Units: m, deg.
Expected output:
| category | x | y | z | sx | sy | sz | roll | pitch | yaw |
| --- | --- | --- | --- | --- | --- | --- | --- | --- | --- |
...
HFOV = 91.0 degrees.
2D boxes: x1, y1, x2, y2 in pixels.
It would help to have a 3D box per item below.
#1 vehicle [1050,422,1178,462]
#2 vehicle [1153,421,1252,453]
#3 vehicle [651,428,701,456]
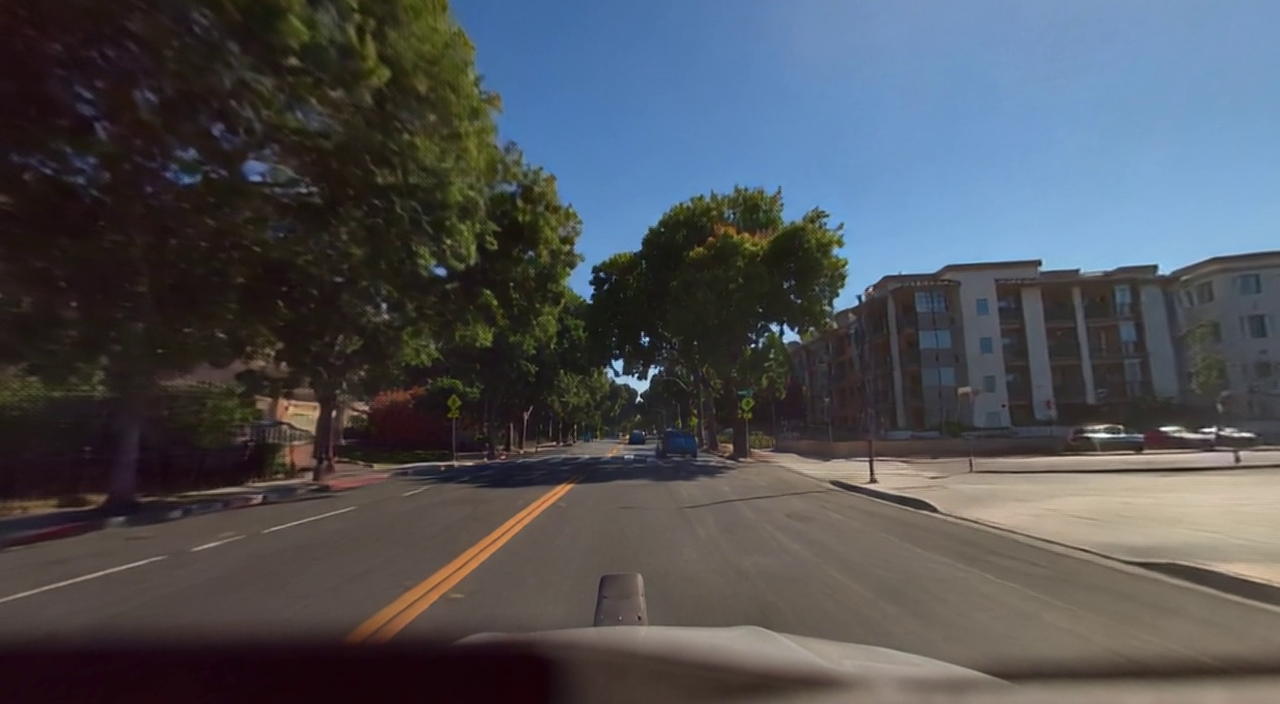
| category | x | y | z | sx | sy | sz | roll | pitch | yaw |
| --- | --- | --- | --- | --- | --- | --- | --- | --- | --- |
| vehicle | 23.957 | 4.571 | 31.979 | 4.676 | 1.775 | 2.085 | -2 | -8 | 2 |
| vehicle | 33.857 | 5.106 | 38.038 | 1.887 | 1.808 | 4.443 | -1 | -7 | 1 |
| vehicle | 2.220 | 5.655 | 39.668 | 1.981 | 1.703 | 3.691 | 2 | -8 | -17 |
